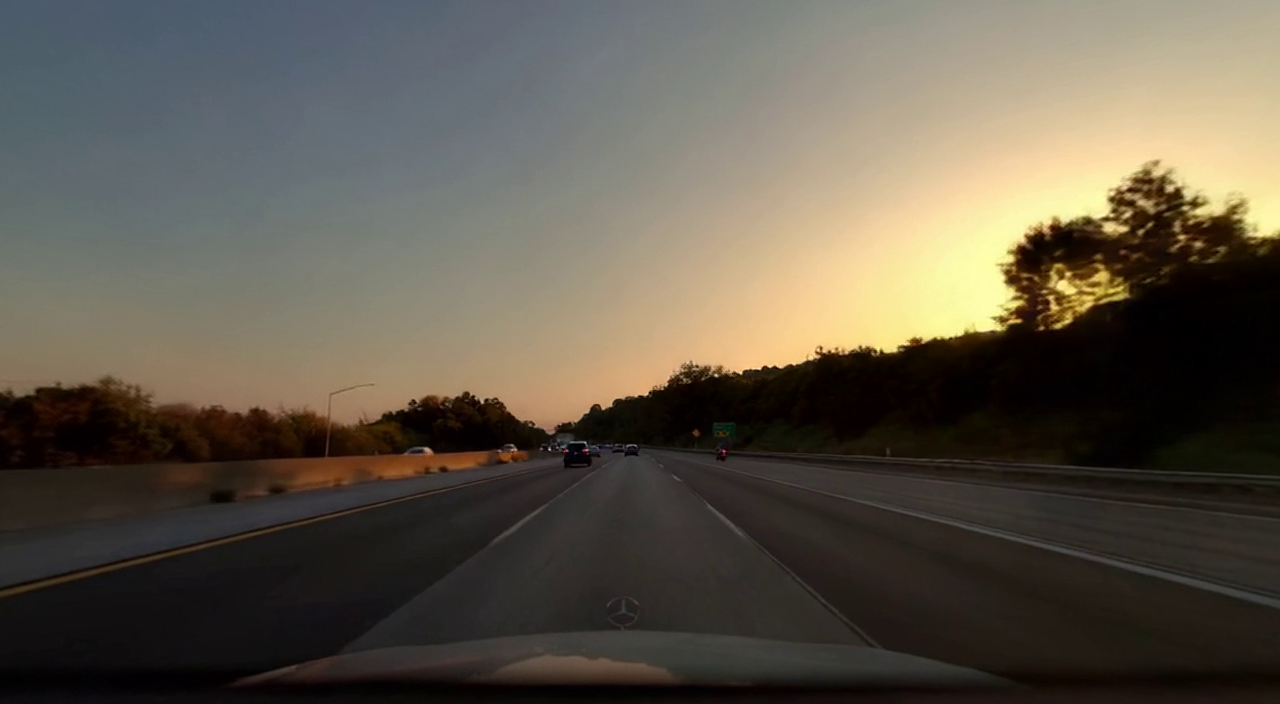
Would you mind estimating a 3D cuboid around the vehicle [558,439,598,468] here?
[{"bbox_3d":[-3.936,6.554,40.971,2.114,1.774,4.427,0,-9,0],"label":"vehicle"}]

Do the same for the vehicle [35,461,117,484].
[{"bbox_3d":[-43.160,9.192,48.457,1.820,1.584,4.568,-1,-9,5],"label":"vehicle"}]
